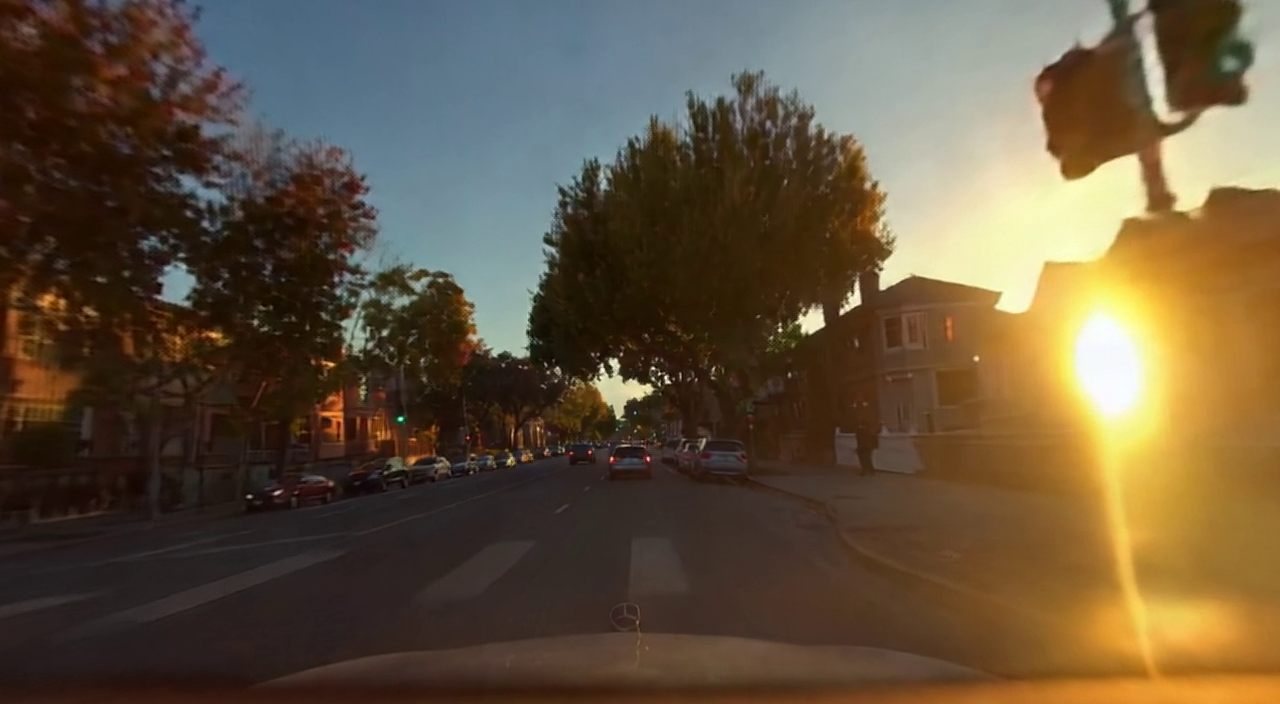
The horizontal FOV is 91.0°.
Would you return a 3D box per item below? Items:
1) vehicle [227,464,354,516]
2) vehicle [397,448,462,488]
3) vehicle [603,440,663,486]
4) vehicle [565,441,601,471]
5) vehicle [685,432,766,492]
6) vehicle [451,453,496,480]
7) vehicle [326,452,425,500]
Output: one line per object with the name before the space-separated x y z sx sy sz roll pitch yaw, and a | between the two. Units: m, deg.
vehicle | -12.051 4.751 22.126 1.913 1.475 4.372 0 -8 1
vehicle | -12.349 6.812 37.297 2.210 2.148 4.849 0 -8 0
vehicle | -0.239 4.017 23.087 1.998 1.518 4.015 0 -8 -1
vehicle | -3.661 6.794 41.156 1.983 1.841 4.013 0 -8 0
vehicle | 2.640 3.516 20.515 1.969 1.725 4.387 0 -8 0
vehicle | -12.324 8.492 46.983 2.026 1.791 4.909 0 -8 0
vehicle | -12.217 5.710 29.613 2.109 1.941 6.025 0 -8 -1
